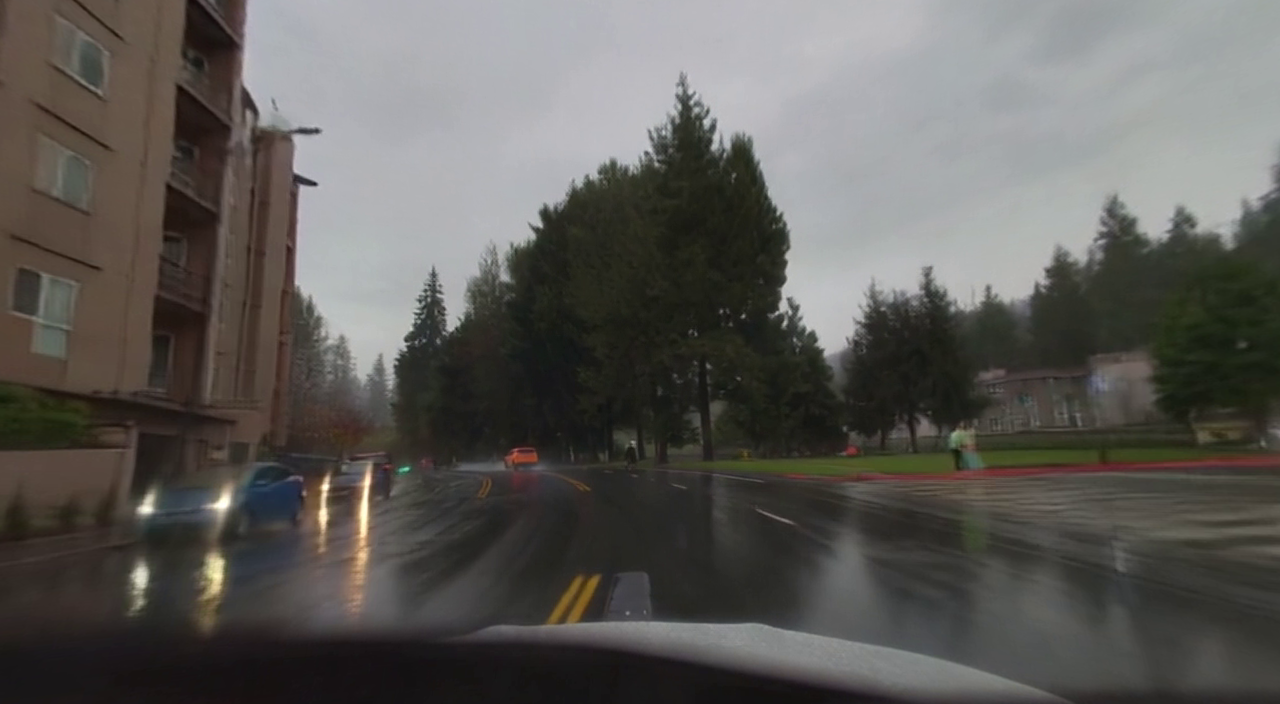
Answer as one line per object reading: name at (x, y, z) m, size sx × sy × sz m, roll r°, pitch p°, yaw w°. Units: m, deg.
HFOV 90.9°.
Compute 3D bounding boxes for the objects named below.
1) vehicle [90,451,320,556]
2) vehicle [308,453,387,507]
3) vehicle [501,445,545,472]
vehicle at (-8.537, 2.918, 12.992) m, size 1.994 × 1.697 × 4.436 m, roll 1°, pitch -9°, yaw -7°
vehicle at (-10.783, 4.688, 23.515) m, size 1.908 × 1.602 × 4.279 m, roll -2°, pitch -8°, yaw -15°
vehicle at (-8.511, 7.658, 45.527) m, size 2.000 × 1.809 × 4.405 m, roll 3°, pitch -9°, yaw -25°
